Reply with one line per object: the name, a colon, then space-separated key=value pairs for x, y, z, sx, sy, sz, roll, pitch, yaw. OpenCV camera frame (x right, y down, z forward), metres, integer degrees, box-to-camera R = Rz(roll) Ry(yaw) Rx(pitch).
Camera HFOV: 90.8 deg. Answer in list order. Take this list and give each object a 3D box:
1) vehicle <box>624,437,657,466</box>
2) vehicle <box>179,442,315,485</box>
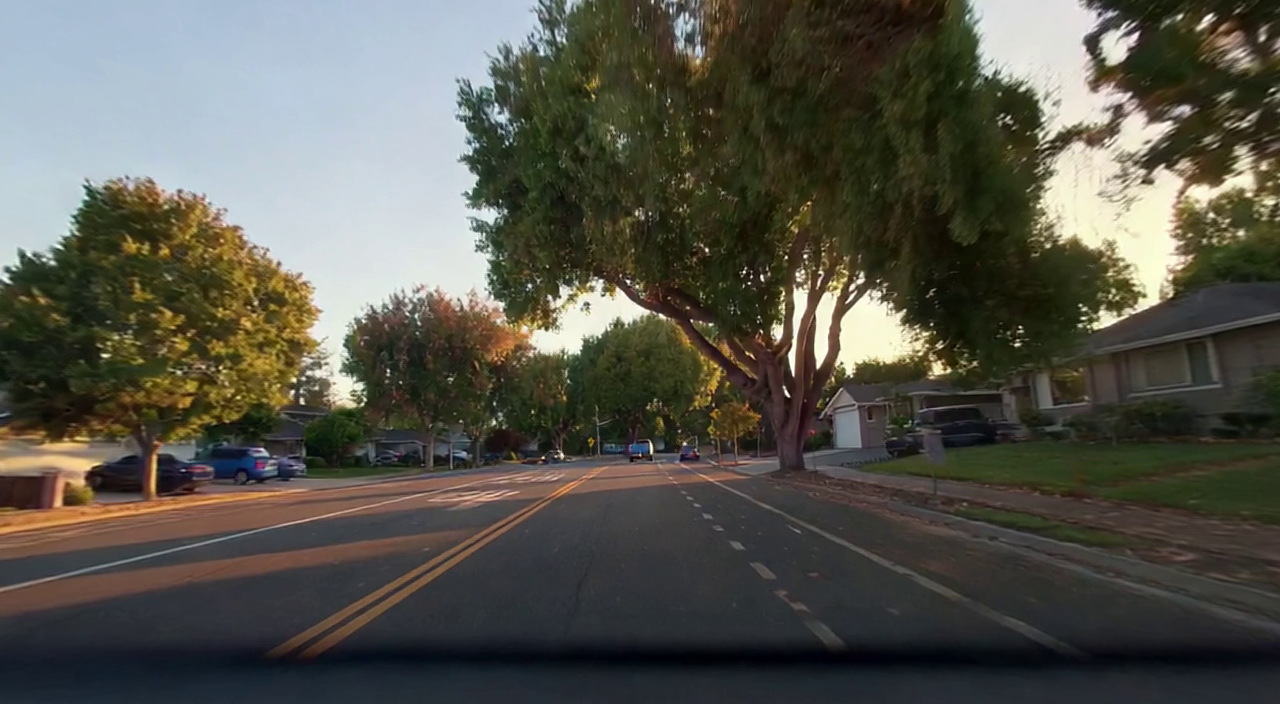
vehicle: x=0.110 y=7.125 z=45.415 sx=2.153 sy=1.942 sz=4.767 roll=-1 pitch=-9 yaw=2
vehicle: x=-19.181 y=5.457 z=31.036 sx=5.209 sy=1.967 sz=2.153 roll=0 pitch=-8 yaw=-1
